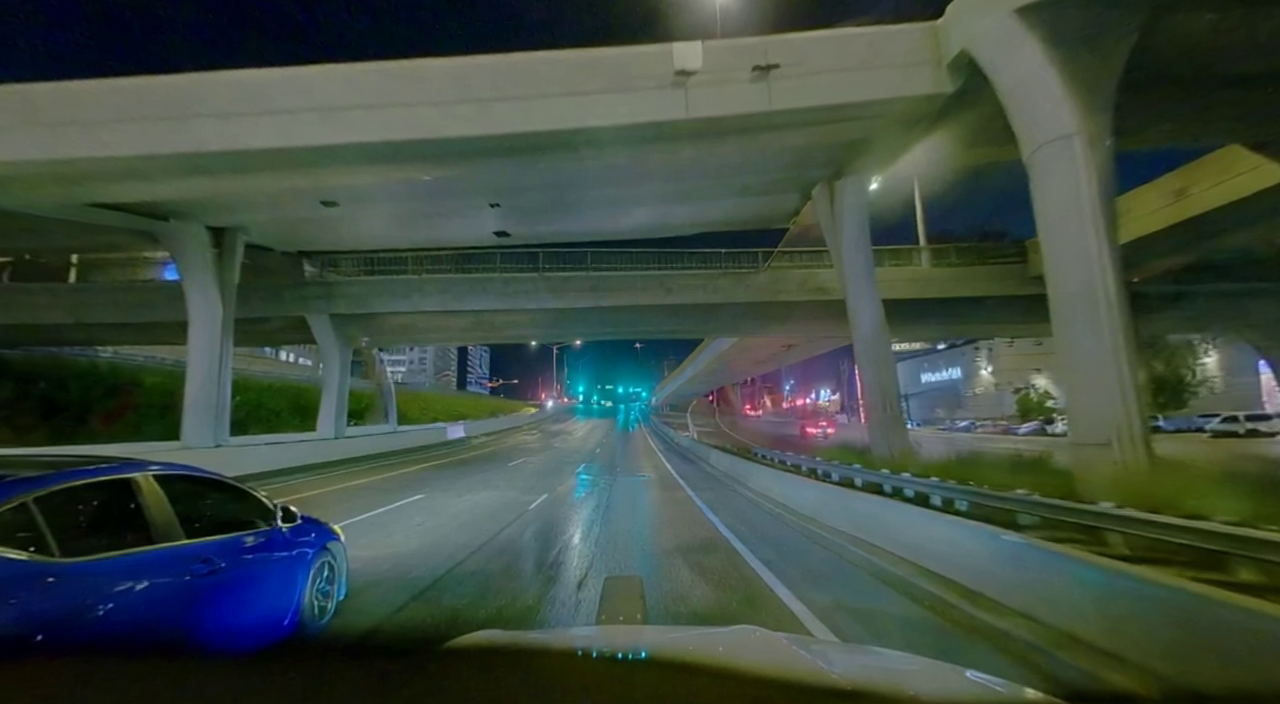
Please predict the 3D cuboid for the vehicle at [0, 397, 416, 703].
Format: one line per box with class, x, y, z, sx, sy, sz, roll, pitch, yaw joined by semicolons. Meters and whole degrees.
vehicle;-3.172;1.156;3.813;2.041;1.470;4.290;0;-9;0
